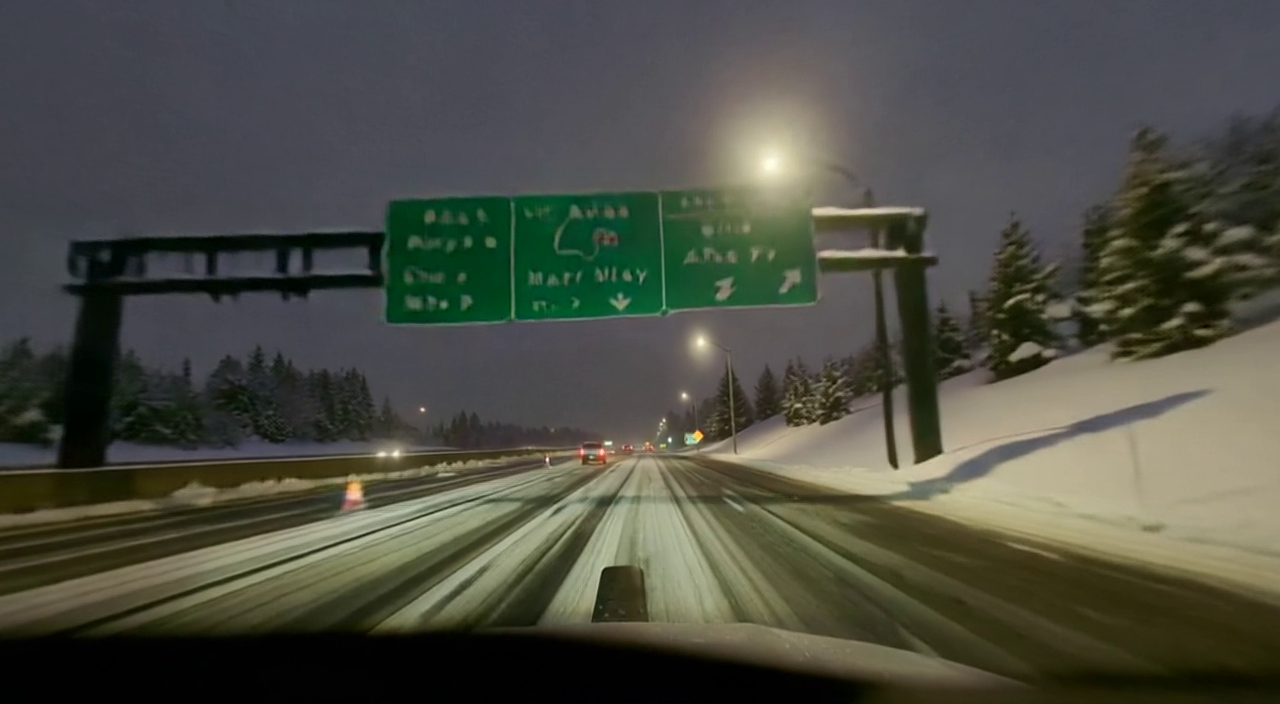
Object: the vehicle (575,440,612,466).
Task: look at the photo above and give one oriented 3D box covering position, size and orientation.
[{"bbox_3d":[-2.963,6.561,40.957,2.078,1.629,4.059,0,-8,1],"label":"vehicle"}]
